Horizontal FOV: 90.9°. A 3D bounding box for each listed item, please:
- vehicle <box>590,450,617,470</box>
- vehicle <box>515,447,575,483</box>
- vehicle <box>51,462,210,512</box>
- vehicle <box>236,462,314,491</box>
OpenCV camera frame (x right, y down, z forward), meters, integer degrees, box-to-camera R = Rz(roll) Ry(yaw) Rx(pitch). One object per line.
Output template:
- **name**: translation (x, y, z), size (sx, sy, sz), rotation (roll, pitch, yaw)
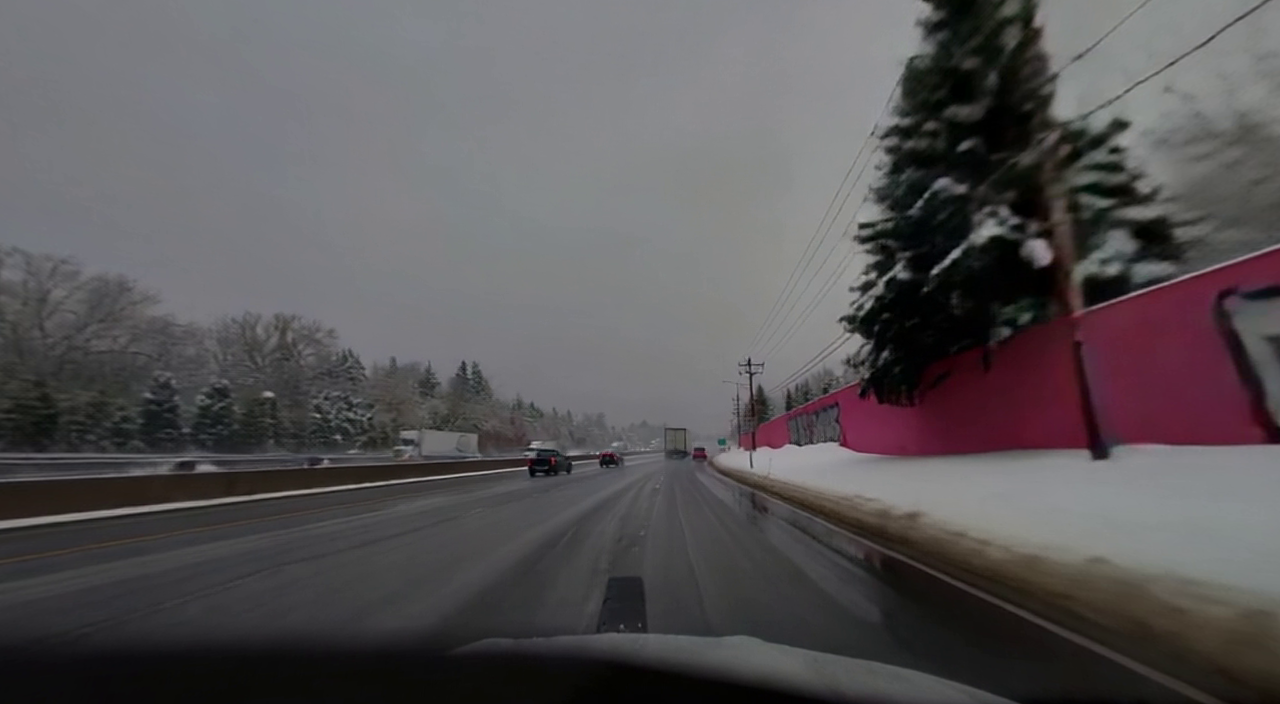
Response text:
- **vehicle**: translation (-2.821, 8.487, 49.455), size (1.708, 1.489, 2.840), rotation (-1, -9, 5)
- **vehicle**: translation (-4.343, 5.252, 29.497), size (1.966, 1.565, 3.766), rotation (-1, -9, 4)
- **vehicle**: translation (-17.013, 4.498, 21.348), size (1.840, 1.431, 4.016), rotation (-1, -9, 3)
- **vehicle**: translation (-20.420, 6.952, 35.428), size (1.805, 1.424, 3.934), rotation (-1, -9, 4)
